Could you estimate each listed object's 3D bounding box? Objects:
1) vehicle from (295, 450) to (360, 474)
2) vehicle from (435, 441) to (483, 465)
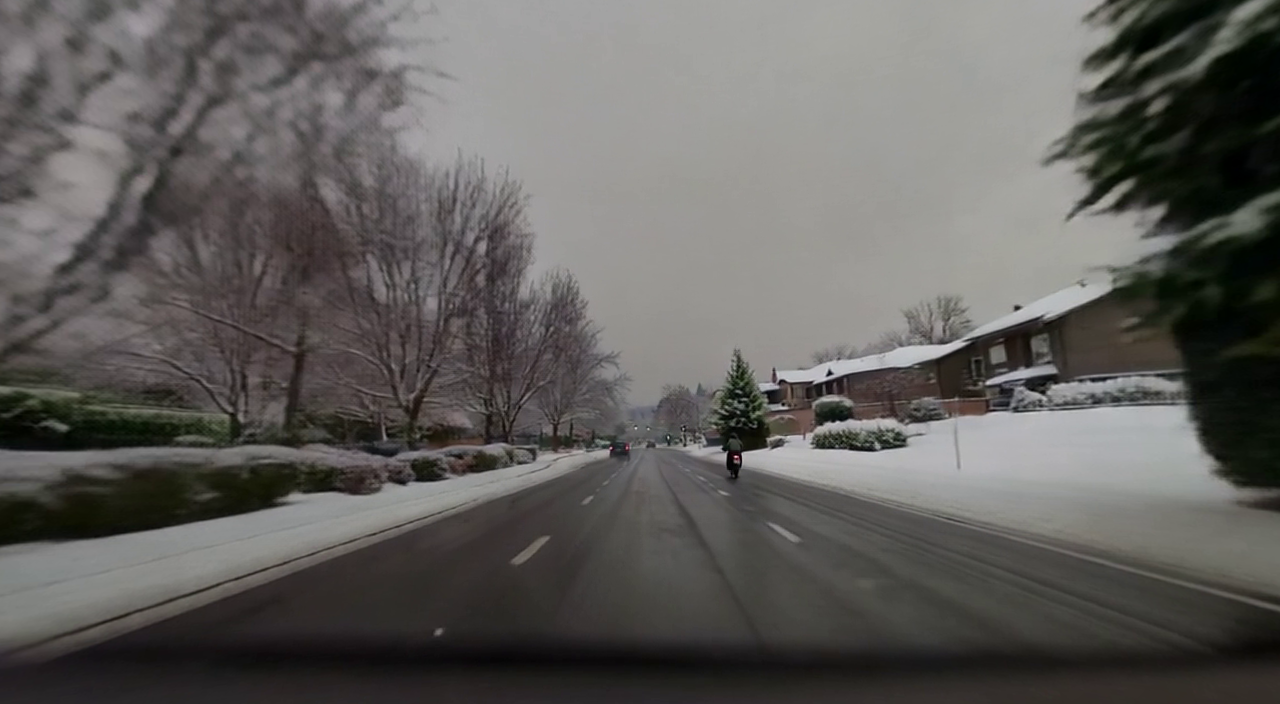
[{"bbox_3d":[-20.785,7.309,42.139,1.888,1.487,4.721,-1,-8,1],"label":"vehicle"},{"bbox_3d":[-13.195,7.398,46.318,2.103,1.699,4.474,0,-8,1],"label":"vehicle"}]
